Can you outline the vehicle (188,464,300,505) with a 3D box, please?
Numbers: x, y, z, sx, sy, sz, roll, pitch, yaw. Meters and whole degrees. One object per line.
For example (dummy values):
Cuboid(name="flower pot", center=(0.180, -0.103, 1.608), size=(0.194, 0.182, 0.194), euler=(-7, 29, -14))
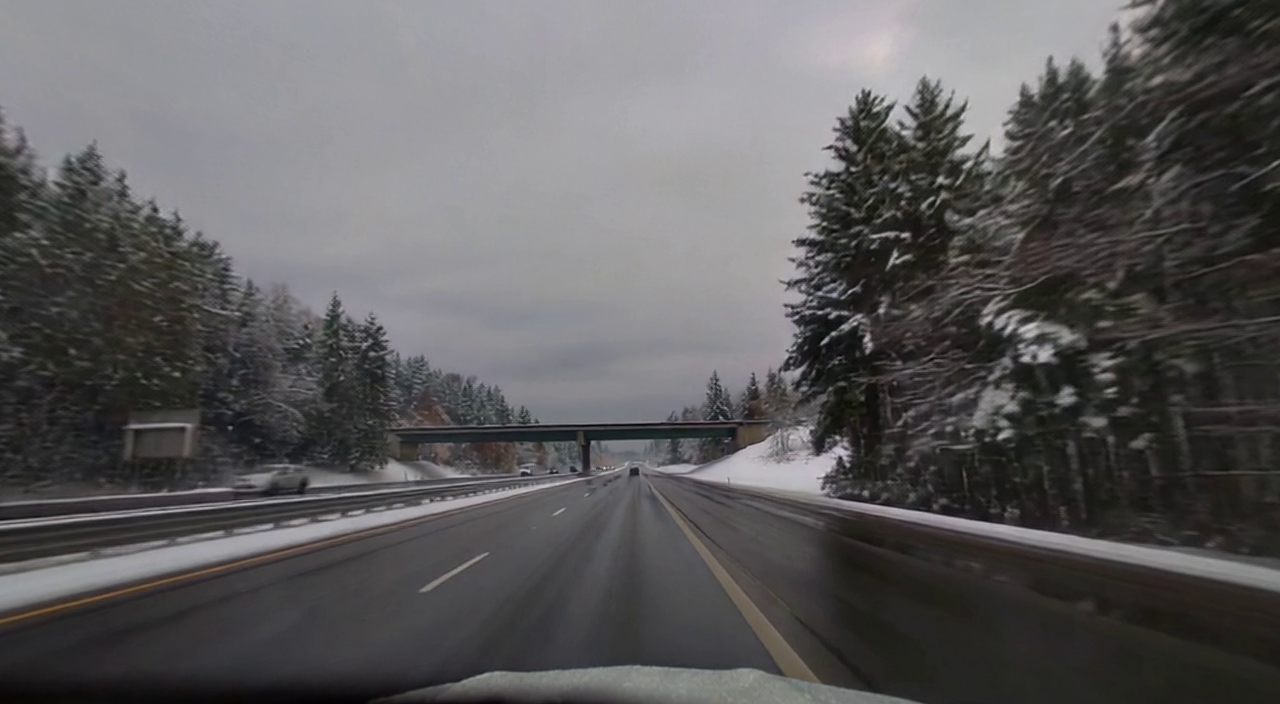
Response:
Cuboid(name="vehicle", center=(-17.210, 5.767, 27.697), size=(1.888, 1.600, 4.594), euler=(1, -11, -1))
